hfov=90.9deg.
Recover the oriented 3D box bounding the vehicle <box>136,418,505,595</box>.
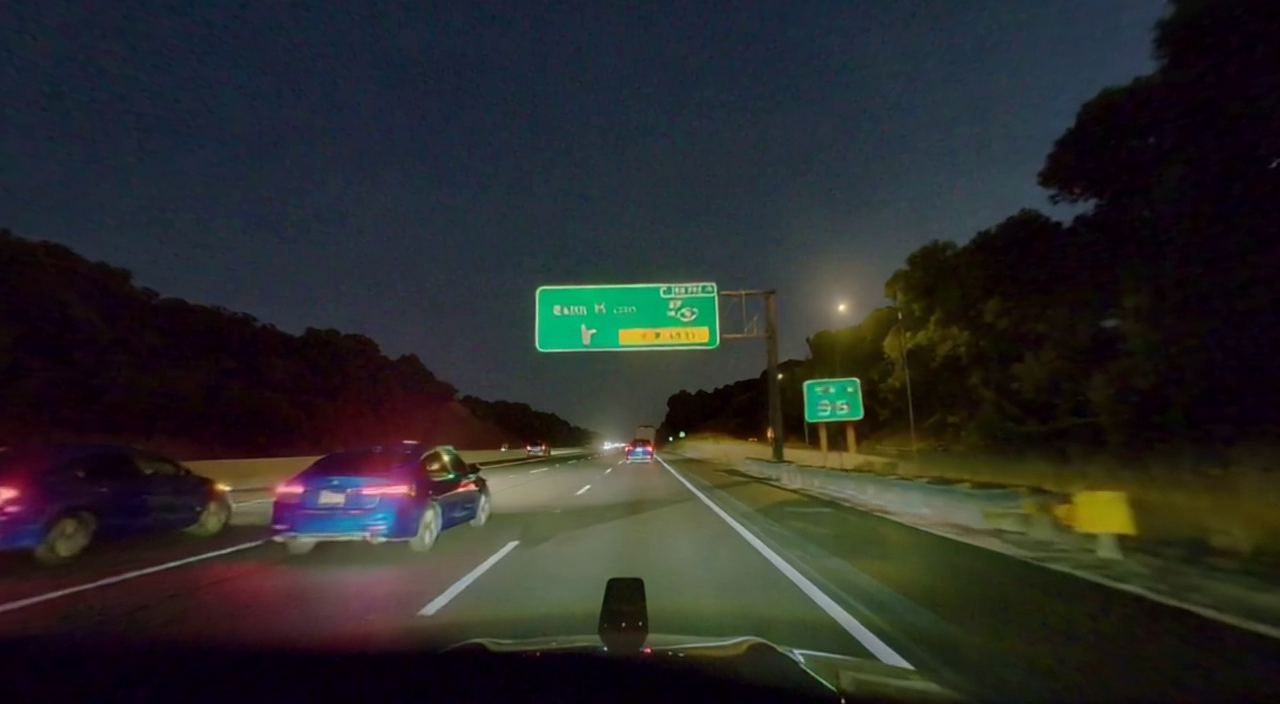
[{"bbox_3d":[-3.458,1.783,8.338,2.139,1.589,5.102,0,-8,1],"label":"vehicle"}]

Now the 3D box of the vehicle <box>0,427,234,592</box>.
[{"bbox_3d":[-6.942,1.599,6.734,2.009,1.519,4.697,-1,-8,1],"label":"vehicle"}]

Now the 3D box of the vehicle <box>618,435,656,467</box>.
[{"bbox_3d":[-0.139,6.270,40.127,2.309,1.915,5.130,0,-8,1],"label":"vehicle"}]
